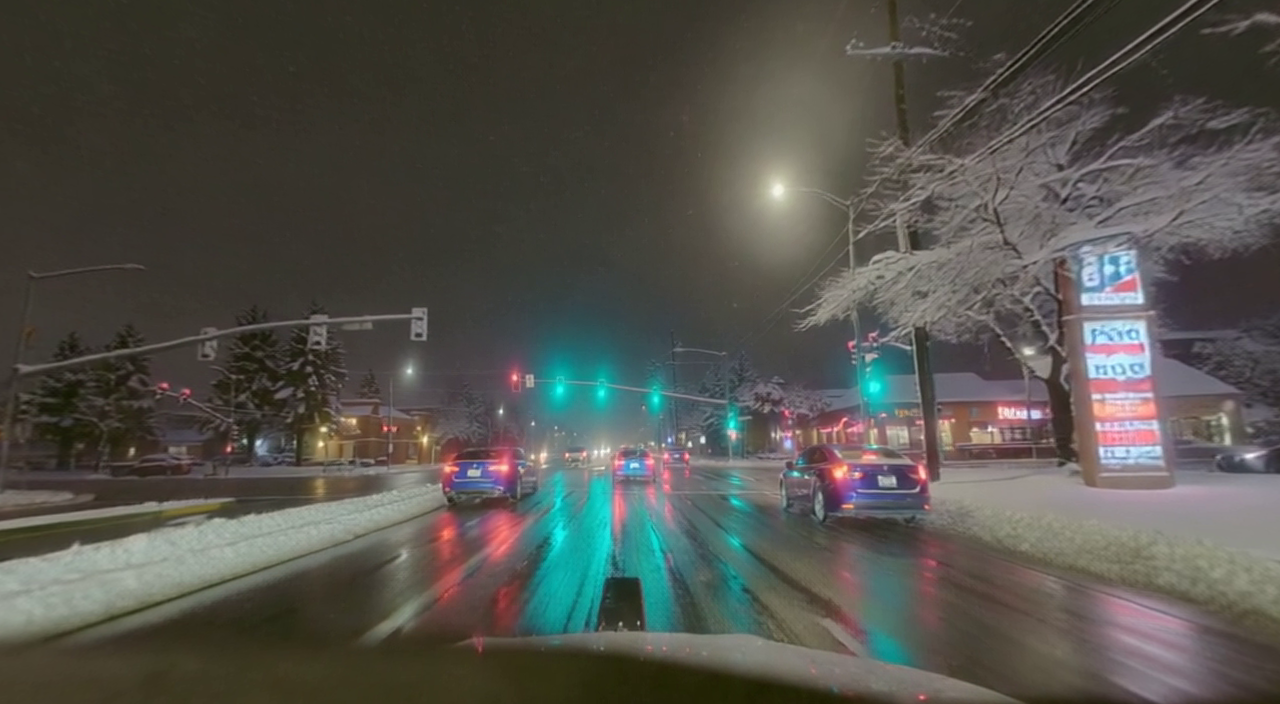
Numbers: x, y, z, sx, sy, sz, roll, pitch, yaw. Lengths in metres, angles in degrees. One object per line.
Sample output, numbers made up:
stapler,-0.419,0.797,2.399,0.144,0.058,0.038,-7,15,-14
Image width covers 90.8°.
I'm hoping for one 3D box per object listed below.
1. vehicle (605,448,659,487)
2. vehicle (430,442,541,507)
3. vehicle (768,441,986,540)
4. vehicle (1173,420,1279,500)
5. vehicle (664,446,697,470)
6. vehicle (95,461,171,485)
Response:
vehicle,-0.366,4.774,26.459,2.072,1.473,4.139,0,-9,-2
vehicle,-4.136,3.355,17.816,2.035,1.564,4.702,0,-9,-1
vehicle,4.173,2.507,12.253,2.119,1.479,4.910,0,-9,-3
vehicle,15.927,2.500,14.837,4.941,1.697,2.128,0,-9,-3
vehicle,2.892,7.715,46.070,1.986,1.660,4.006,0,-9,-2
vehicle,-37.684,9.009,47.046,3.931,1.653,2.134,-1,-9,6
